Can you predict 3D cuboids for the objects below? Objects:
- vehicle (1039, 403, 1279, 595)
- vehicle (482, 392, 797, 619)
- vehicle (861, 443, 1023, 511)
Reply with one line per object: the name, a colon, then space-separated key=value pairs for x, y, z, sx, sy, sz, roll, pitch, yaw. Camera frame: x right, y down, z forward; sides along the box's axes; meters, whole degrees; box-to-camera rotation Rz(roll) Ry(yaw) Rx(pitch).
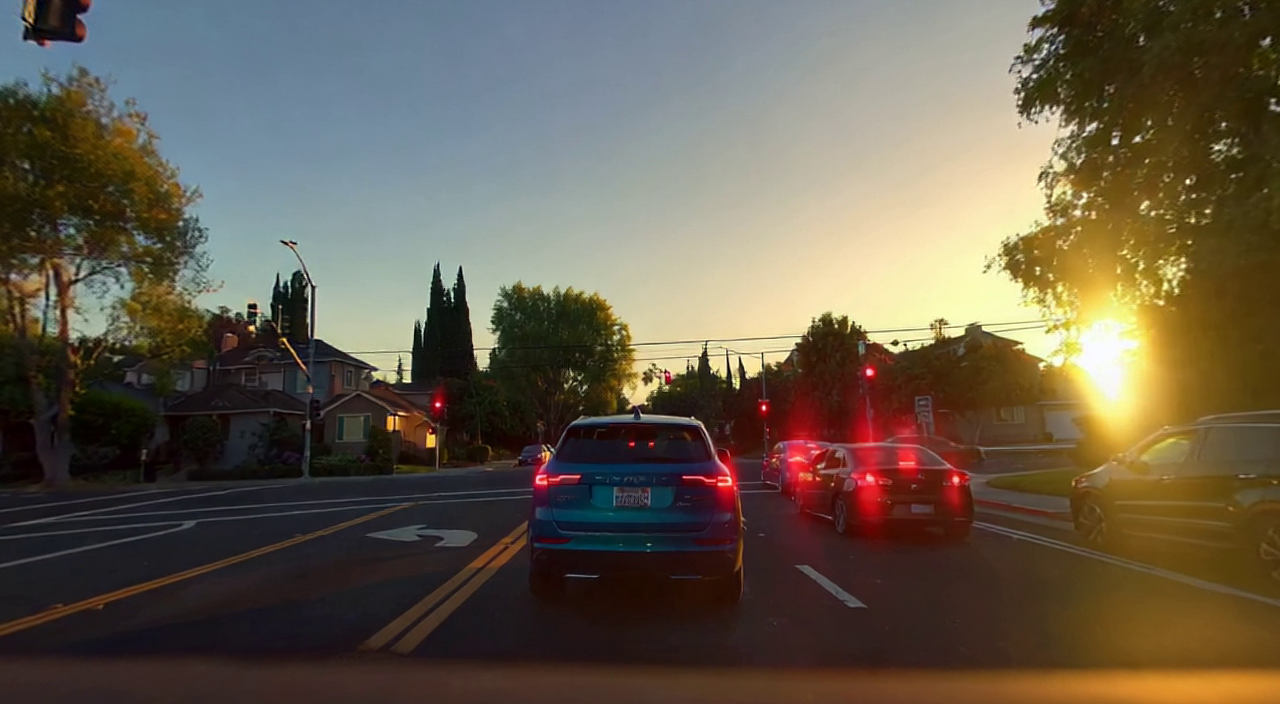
vehicle: x=7.016 y=1.545 z=7.050 sx=1.989 sy=1.791 sz=4.735 roll=0 pitch=-8 yaw=0
vehicle: x=0.026 y=1.456 z=6.923 sx=2.322 sy=1.667 sz=4.367 roll=0 pitch=-8 yaw=1
vehicle: x=7.276 y=3.012 z=15.810 sx=1.860 sy=1.436 sz=4.479 roll=0 pitch=-8 yaw=0
